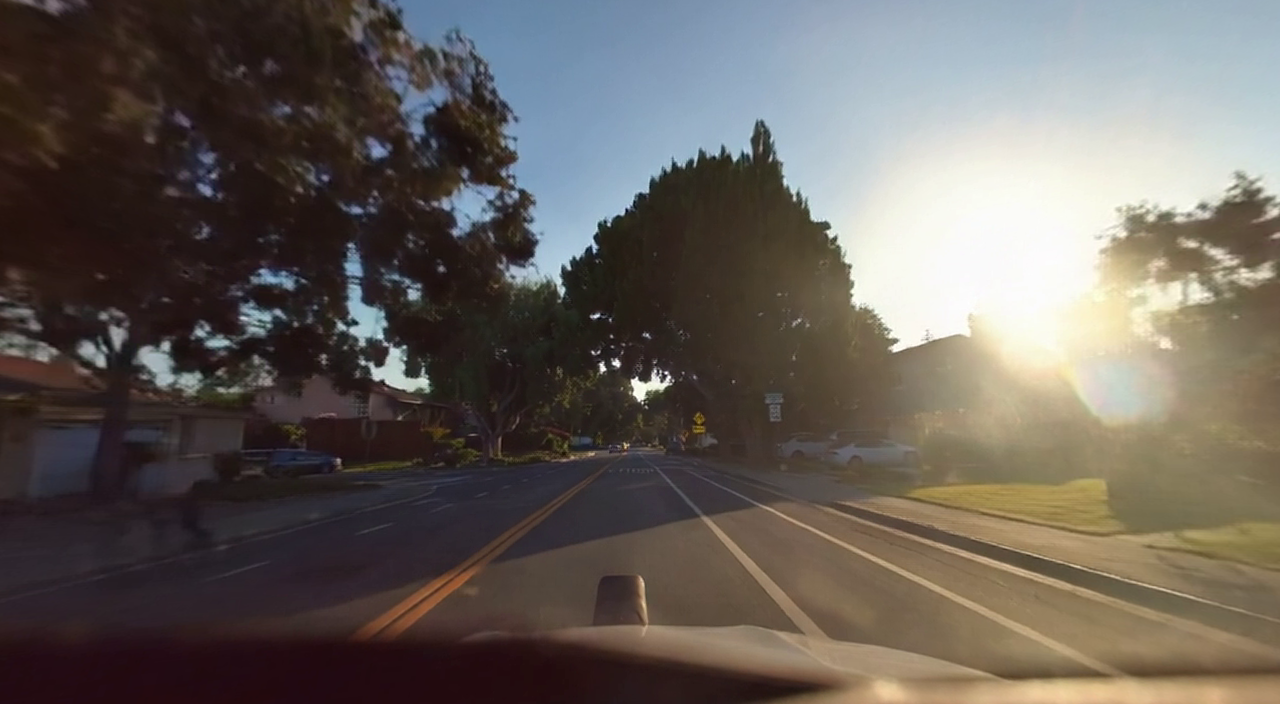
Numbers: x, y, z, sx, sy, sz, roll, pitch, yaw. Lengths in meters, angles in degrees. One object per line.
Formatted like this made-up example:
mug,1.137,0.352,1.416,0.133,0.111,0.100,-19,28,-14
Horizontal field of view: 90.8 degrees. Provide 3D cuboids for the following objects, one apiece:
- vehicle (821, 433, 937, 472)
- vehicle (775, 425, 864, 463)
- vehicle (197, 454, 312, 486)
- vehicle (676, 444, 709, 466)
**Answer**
vehicle,10.949,4.625,29.185,4.493,1.493,1.926,-3,-9,-4
vehicle,10.757,5.561,38.116,4.459,1.696,2.361,-6,-9,-2
vehicle,-18.962,5.804,31.174,4.440,1.445,1.919,-1,-9,4
vehicle,3.747,7.410,45.593,1.940,1.470,4.101,0,-9,-1
